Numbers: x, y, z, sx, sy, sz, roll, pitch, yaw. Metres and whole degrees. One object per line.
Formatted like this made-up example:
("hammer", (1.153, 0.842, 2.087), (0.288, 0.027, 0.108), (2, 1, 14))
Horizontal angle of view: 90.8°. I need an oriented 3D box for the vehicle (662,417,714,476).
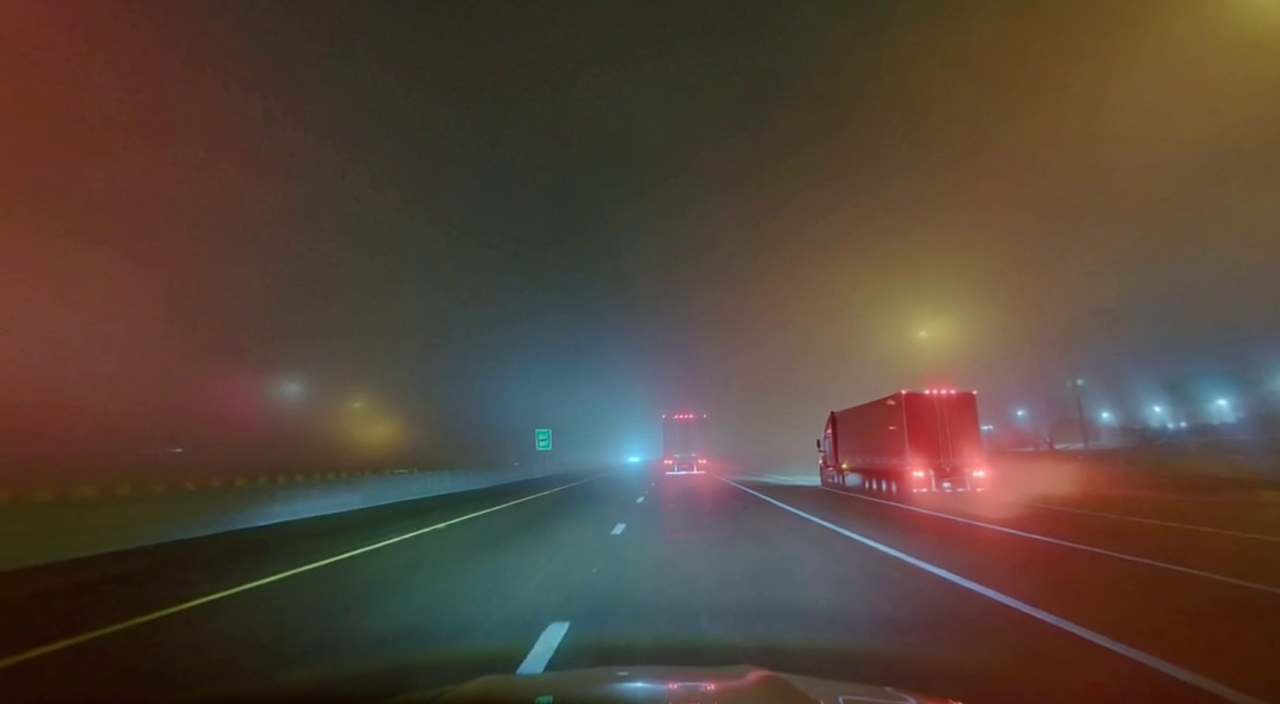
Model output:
("vehicle", (3.471, 6.939, 46.165), (3.244, 3.713, 12.155), (-1, -9, 4))
